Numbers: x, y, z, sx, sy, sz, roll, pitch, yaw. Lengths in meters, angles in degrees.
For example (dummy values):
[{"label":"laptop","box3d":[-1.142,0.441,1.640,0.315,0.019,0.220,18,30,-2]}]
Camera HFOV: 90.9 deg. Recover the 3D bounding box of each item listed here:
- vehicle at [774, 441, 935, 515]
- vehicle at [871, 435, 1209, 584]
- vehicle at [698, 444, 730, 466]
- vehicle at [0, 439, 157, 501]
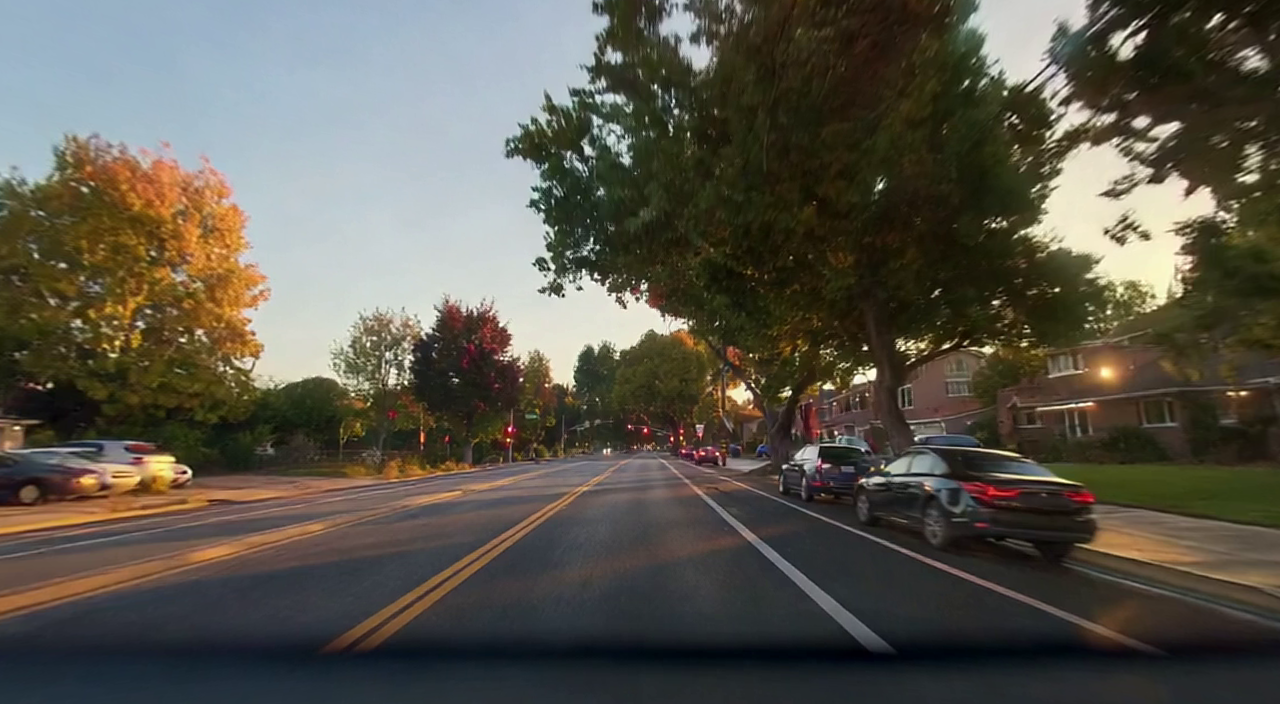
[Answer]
[{"label":"vehicle","box3d":[4.907,2.939,15.333,2.021,1.491,4.906,1,-8,-3]},{"label":"vehicle","box3d":[4.818,1.902,8.502,1.887,1.484,4.113,0,-8,1]},{"label":"vehicle","box3d":[5.487,7.701,47.235,1.955,1.549,4.129,0,-8,0]},{"label":"vehicle","box3d":[-19.925,4.004,21.717,4.735,1.979,2.199,0,-8,4]}]
